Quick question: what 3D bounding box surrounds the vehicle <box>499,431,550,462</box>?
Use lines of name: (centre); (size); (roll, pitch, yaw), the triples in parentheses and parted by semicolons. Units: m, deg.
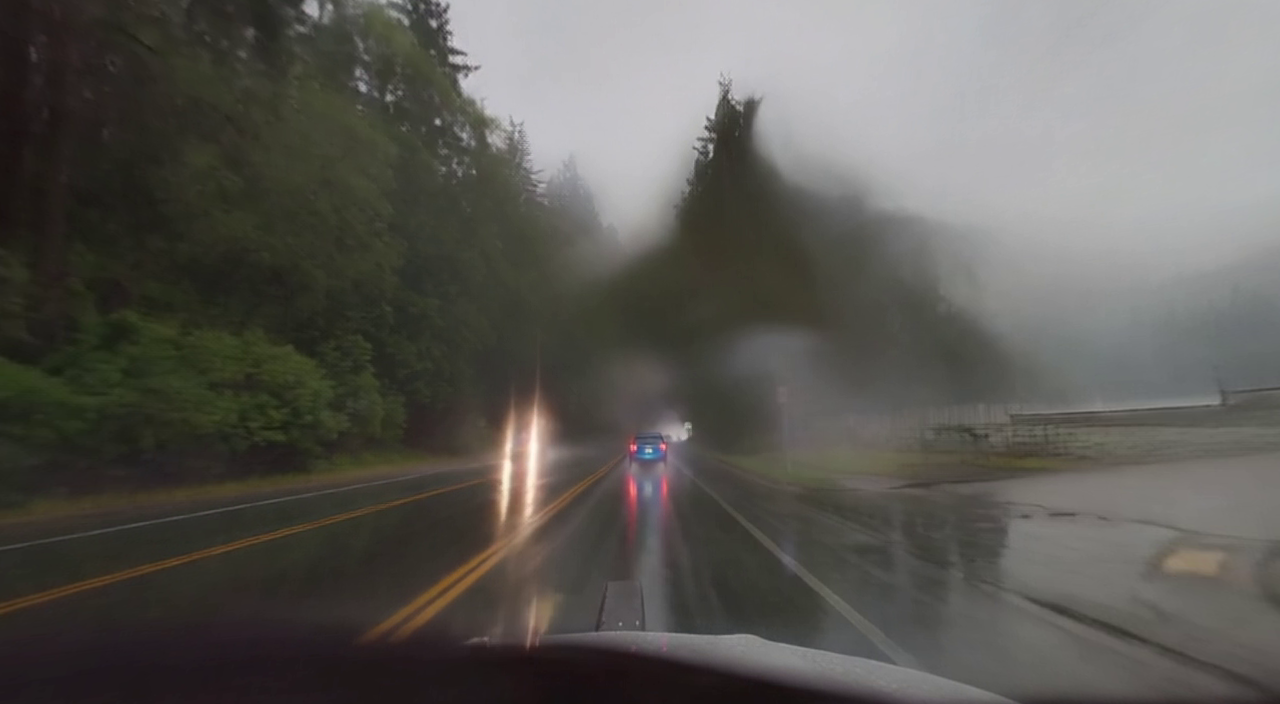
vehicle: (-6.920, 5.740, 38.395); (2.185, 1.713, 4.365); (0, -8, 1)

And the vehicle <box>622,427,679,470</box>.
vehicle: (0.455, 4.207, 27.636); (2.294, 1.708, 4.110); (0, -8, 1)
